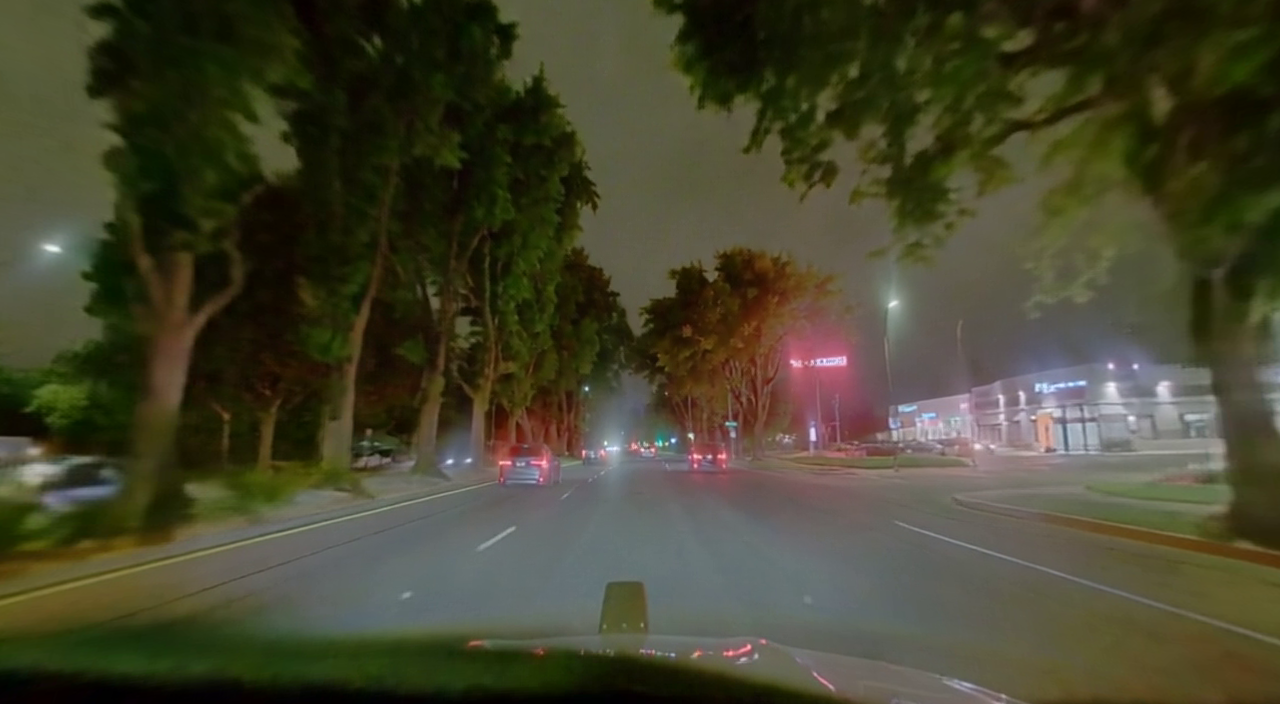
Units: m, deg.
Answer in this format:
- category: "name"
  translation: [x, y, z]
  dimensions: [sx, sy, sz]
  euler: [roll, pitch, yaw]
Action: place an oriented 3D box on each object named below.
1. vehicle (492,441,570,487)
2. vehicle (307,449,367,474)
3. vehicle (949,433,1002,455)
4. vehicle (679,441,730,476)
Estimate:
- category: "vehicle"
  translation: [-3.766, 3.973, 22.655]
  dimensions: [1.908, 1.481, 4.536]
  euler: [0, -9, 1]
- category: "vehicle"
  translation: [-22.807, 8.262, 47.647]
  dimensions: [2.040, 1.757, 4.730]
  euler: [0, -9, 1]
- category: "vehicle"
  translation: [26.275, 7.196, 49.567]
  dimensions: [1.677, 1.591, 4.298]
  euler: [-1, -8, -2]
- category: "vehicle"
  translation: [3.033, 5.085, 30.321]
  dimensions: [1.922, 1.579, 3.642]
  euler: [0, -9, -2]
